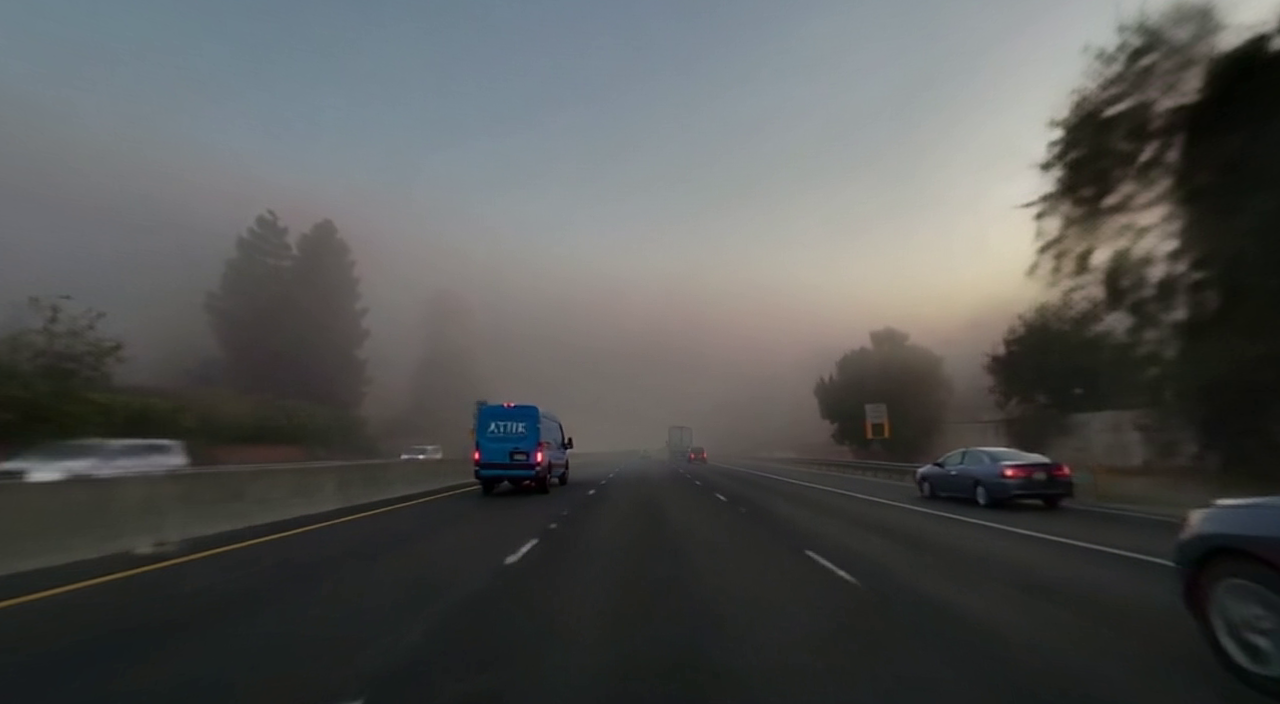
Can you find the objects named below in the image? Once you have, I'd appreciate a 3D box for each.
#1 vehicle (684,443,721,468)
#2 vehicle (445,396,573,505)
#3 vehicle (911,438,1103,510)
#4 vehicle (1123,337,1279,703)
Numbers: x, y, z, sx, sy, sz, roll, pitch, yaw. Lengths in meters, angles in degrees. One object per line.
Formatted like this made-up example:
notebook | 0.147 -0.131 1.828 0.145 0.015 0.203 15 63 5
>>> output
vehicle | 4.273 7.182 43.838 2.066 1.638 4.158 0 -9 -1
vehicle | -3.577 2.937 19.007 2.380 2.648 6.879 0 -9 0
vehicle | 8.721 2.918 15.558 1.838 1.490 4.460 0 -9 -3
vehicle | 3.714 0.540 0.987 2.025 1.706 4.797 0 -9 -1
